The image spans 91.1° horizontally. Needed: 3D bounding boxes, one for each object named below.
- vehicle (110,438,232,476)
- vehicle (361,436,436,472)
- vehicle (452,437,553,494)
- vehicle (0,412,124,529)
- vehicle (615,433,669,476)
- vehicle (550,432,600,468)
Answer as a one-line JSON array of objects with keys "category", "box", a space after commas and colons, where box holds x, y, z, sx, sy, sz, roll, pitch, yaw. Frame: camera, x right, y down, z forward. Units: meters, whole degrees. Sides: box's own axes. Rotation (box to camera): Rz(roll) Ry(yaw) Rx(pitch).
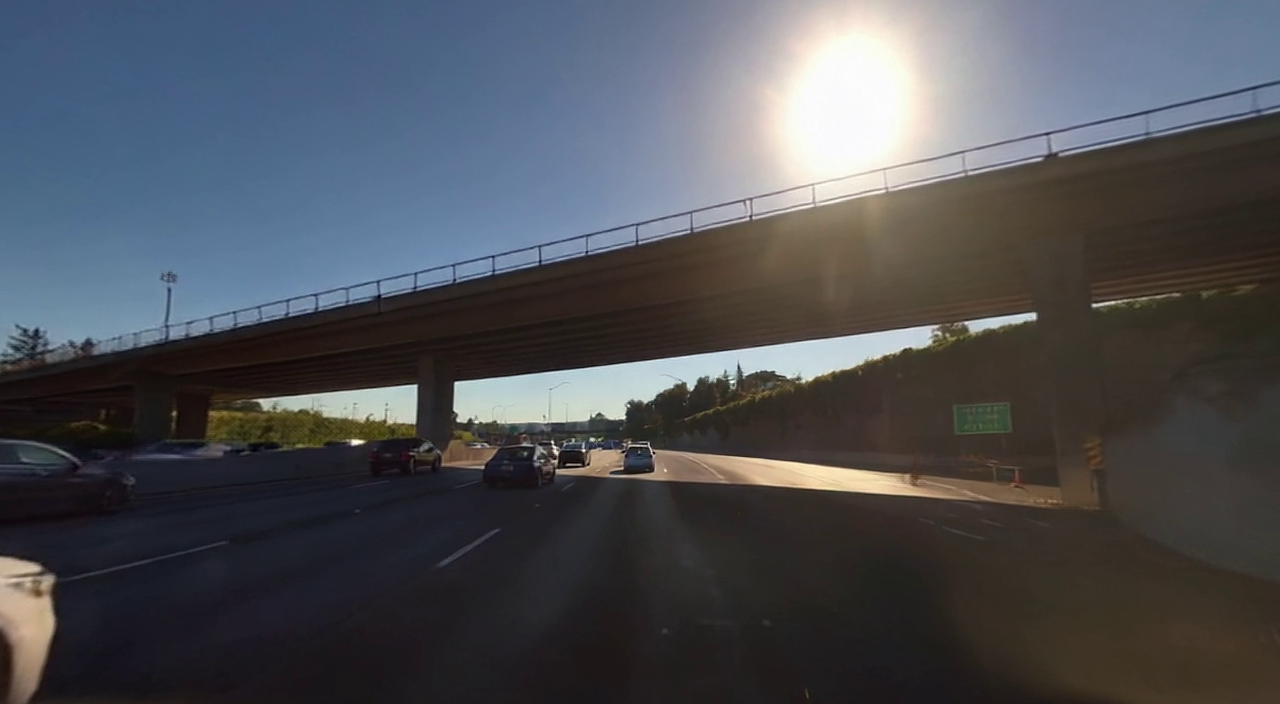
[{"category": "vehicle", "box": [-21.826, 4.869, 29.527, 1.977, 1.602, 4.794, 0, -8, 1]}, {"category": "vehicle", "box": [-11.871, 5.006, 31.211, 1.954, 1.640, 4.339, 0, -8, 1]}, {"category": "vehicle", "box": [-4.003, 3.372, 19.141, 1.997, 1.490, 4.471, 0, -8, 1]}, {"category": "vehicle", "box": [-11.069, 1.813, 9.554, 2.119, 1.816, 5.019, 0, -8, 0]}, {"category": "vehicle", "box": [0.069, 4.380, 27.166, 2.160, 1.678, 4.178, 0, -8, 0]}, {"category": "vehicle", "box": [-3.574, 5.523, 35.616, 2.237, 1.841, 4.683, 0, -8, 1]}]
